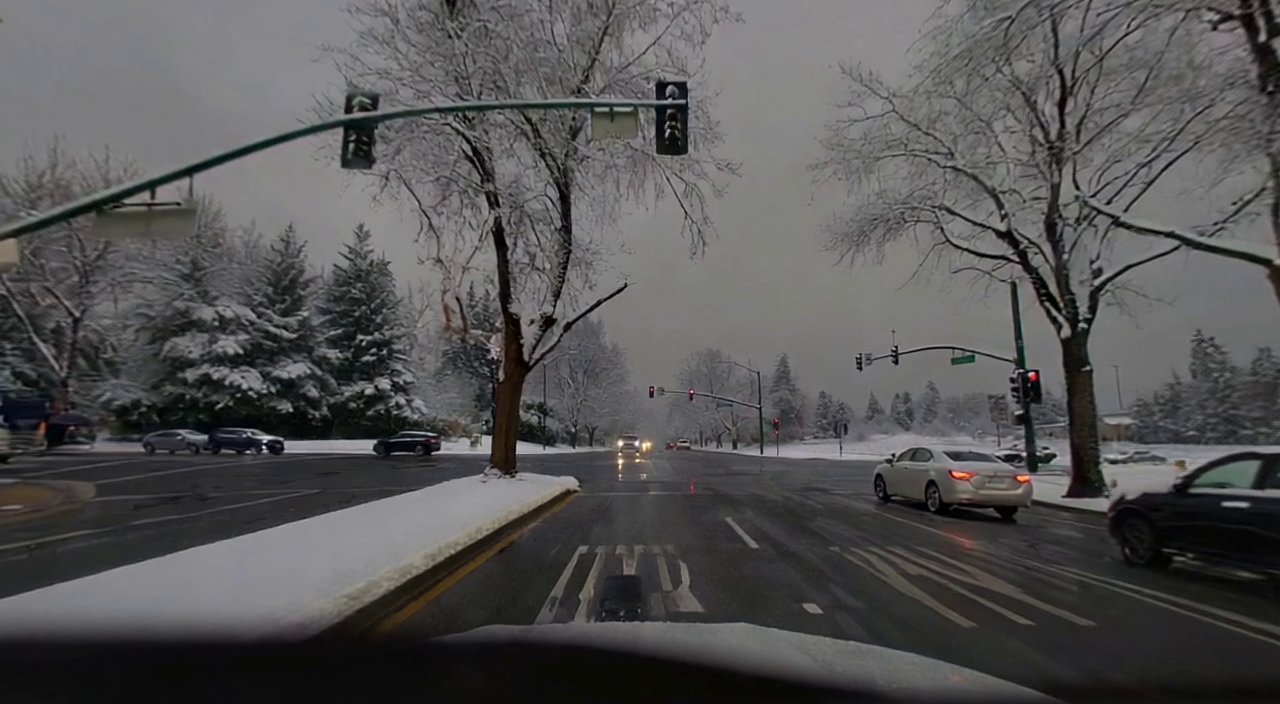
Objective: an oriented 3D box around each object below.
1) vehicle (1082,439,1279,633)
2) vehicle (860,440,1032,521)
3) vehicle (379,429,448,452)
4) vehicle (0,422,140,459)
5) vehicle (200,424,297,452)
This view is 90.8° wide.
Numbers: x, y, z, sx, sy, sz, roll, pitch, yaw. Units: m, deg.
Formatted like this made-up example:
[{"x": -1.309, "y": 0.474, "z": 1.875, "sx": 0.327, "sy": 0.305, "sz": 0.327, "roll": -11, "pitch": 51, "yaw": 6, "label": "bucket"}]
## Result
[{"x": 5.873, "y": 1.365, "z": 4.504, "sx": 2.026, "sy": 1.458, "sz": 4.784, "roll": 1, "pitch": -9, "yaw": 1, "label": "vehicle"}, {"x": 6.458, "y": 2.719, "z": 13.933, "sx": 1.815, "sy": 1.417, "sz": 4.125, "roll": 3, "pitch": -9, "yaw": 1, "label": "vehicle"}, {"x": -15.335, "y": 6.008, "z": 42.689, "sx": 4.683, "sy": 1.495, "sz": 2.119, "roll": -7, "pitch": -11, "yaw": 38, "label": "vehicle"}, {"x": -23.924, "y": 3.723, "z": 26.460, "sx": 4.162, "sy": 1.449, "sz": 1.814, "roll": 2, "pitch": -9, "yaw": -11, "label": "vehicle"}, {"x": -22.820, "y": 5.074, "z": 37.007, "sx": 4.331, "sy": 1.544, "sz": 1.896, "roll": 2, "pitch": -9, "yaw": -15, "label": "vehicle"}]
